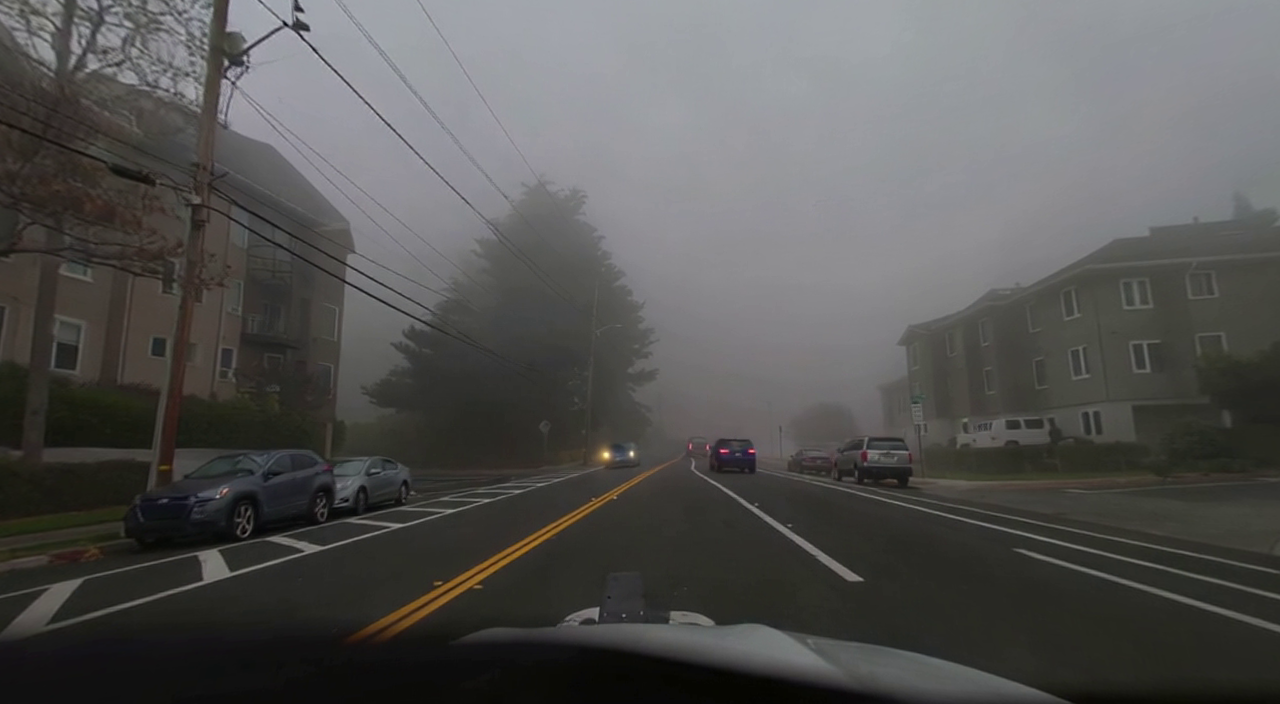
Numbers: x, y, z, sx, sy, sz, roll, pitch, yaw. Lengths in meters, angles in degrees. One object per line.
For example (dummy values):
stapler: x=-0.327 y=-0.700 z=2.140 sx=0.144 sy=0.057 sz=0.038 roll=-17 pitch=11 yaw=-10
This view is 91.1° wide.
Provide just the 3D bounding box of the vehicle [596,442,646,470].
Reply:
vehicle: x=-0.983 y=5.776 z=35.164 sx=2.155 sy=1.436 sz=4.501 roll=-1 pitch=-8 yaw=6

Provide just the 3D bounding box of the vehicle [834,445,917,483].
vehicle: x=10.106 y=4.816 z=27.360 sx=1.935 sy=1.478 sz=4.711 roll=0 pitch=-8 yaw=2

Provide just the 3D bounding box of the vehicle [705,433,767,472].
vehicle: x=4.649 y=4.953 z=31.139 sx=2.306 sy=1.719 sz=4.805 roll=0 pitch=-8 yaw=0

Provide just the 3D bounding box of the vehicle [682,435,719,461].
vehicle: x=4.464 y=7.170 z=47.068 sx=2.368 sy=1.840 sz=4.896 roll=0 pitch=-8 yaw=0

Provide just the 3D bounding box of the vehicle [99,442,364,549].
vehicle: x=-8.112 y=2.829 z=13.254 sx=2.381 sy=1.825 sz=4.652 roll=0 pitch=-8 yaw=1
